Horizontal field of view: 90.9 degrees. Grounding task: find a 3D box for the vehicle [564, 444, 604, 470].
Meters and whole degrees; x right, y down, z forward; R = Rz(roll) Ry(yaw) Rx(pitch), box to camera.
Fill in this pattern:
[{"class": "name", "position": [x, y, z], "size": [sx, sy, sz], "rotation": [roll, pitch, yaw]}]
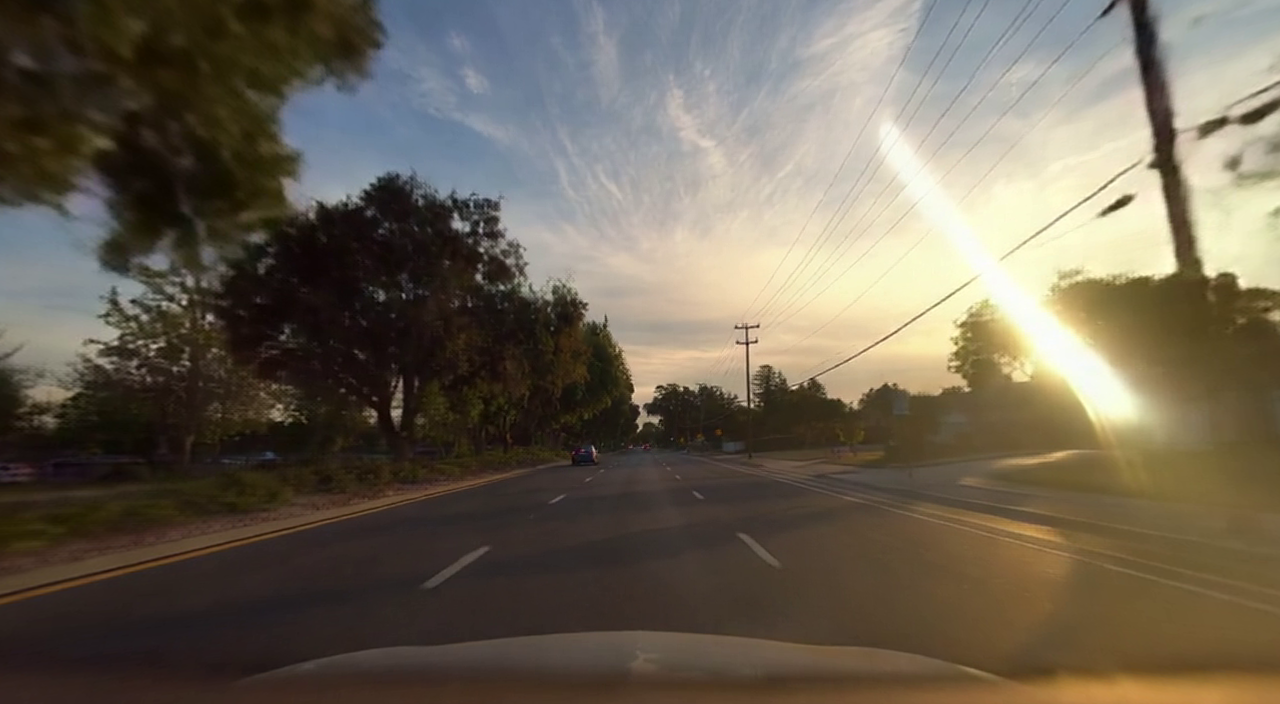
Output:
[{"class": "vehicle", "position": [-3.350, 6.365, 38.346], "size": [2.007, 1.514, 4.049], "rotation": [0, -9, 1]}]
